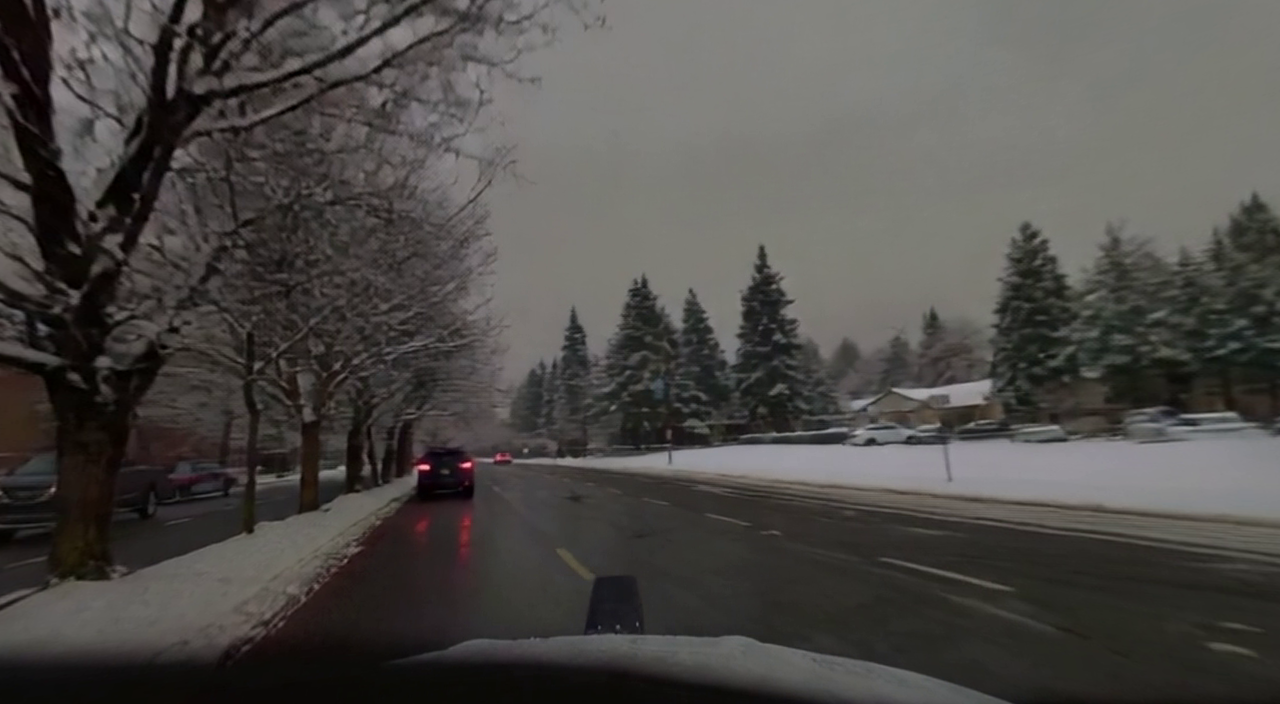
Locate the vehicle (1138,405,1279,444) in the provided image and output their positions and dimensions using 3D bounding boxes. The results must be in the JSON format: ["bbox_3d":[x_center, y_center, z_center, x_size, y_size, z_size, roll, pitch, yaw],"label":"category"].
[{"bbox_3d":[23.866,3.085,26.537,4.220,1.519,2.560,2,-8,-17],"label":"vehicle"}]

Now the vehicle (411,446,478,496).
[{"bbox_3d":[-7.112,4.257,23.067,2.093,1.591,4.247,2,-8,-17],"label":"vehicle"}]

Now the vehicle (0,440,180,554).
[{"bbox_3d":[-12.829,3.065,14.196,2.386,2.101,4.923,2,-8,-16],"label":"vehicle"}]
